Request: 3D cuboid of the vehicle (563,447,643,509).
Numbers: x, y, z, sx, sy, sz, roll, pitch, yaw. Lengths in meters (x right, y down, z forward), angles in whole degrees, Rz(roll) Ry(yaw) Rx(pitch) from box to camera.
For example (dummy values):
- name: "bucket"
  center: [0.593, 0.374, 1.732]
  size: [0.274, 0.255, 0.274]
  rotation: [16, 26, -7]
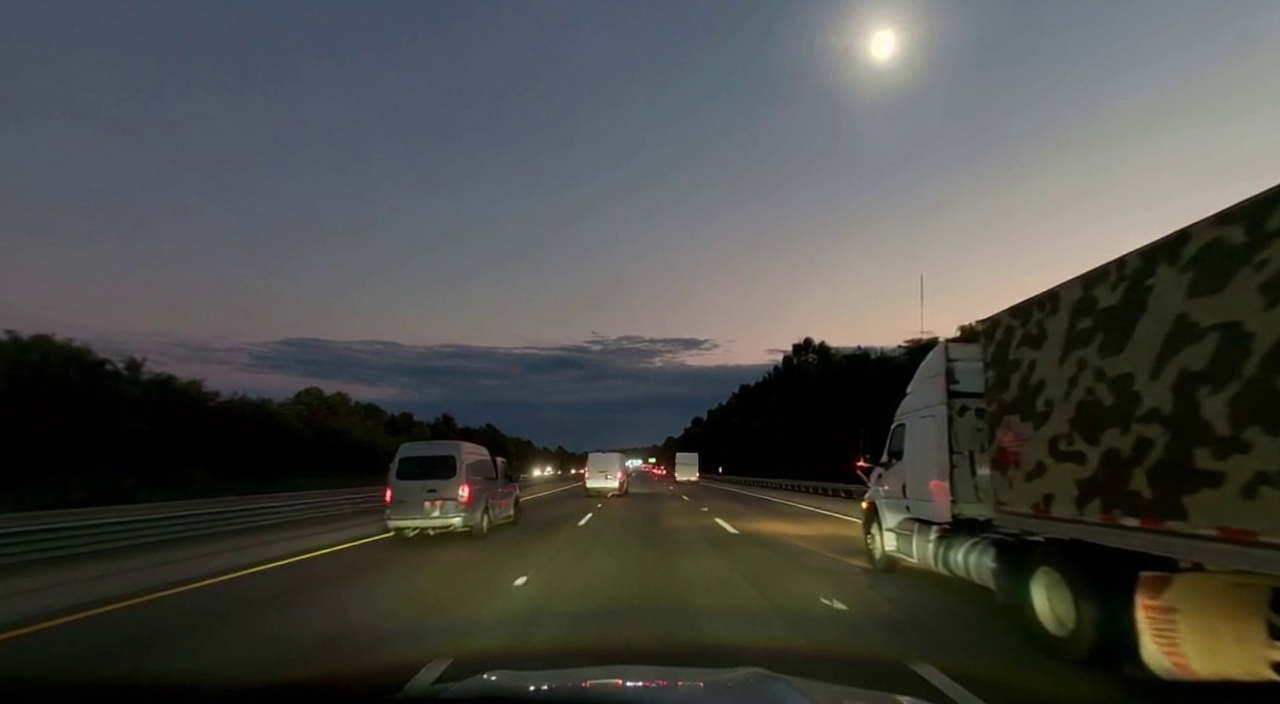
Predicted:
- name: "vehicle"
  center: [-1.180, 4.515, 22.792]
  size: [2.378, 1.930, 5.086]
  rotation: [0, -11, 2]

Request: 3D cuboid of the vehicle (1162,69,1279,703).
- name: "vehicle"
  center: [4.049, -0.056, 0.471]
  size: [2.703, 2.988, 5.097]
  rotation: [1, -11, -1]

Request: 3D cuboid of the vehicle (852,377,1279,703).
- name: "vehicle"
  center: [3.996, 1.520, 6.008]
  size: [2.157, 1.840, 4.999]
  rotation: [1, -11, 0]

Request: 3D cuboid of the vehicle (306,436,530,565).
- name: "vehicle"
  center: [-3.356, 2.382, 10.623]
  size: [2.124, 1.671, 4.262]
  rotation: [1, -11, 1]
